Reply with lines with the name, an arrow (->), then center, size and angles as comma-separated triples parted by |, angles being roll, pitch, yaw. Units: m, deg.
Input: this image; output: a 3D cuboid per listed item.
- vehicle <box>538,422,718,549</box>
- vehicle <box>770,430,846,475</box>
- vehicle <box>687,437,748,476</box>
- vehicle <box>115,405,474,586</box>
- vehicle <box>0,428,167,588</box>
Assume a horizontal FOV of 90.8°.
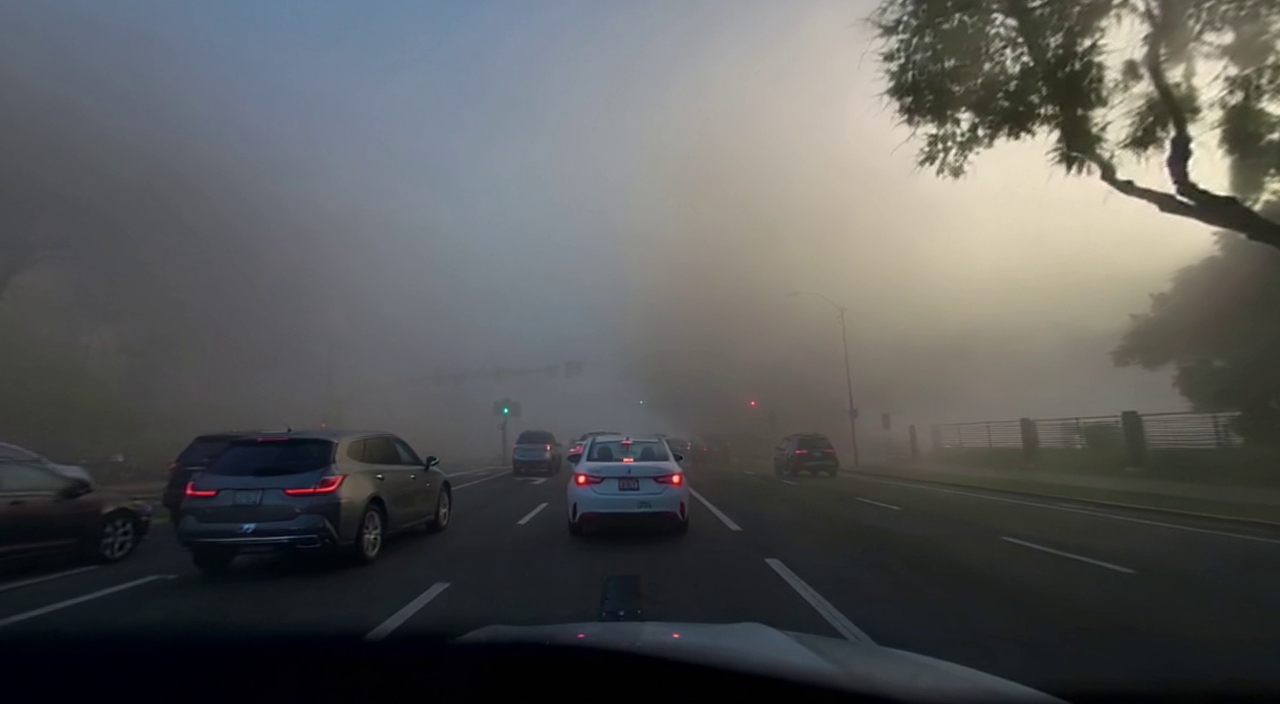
vehicle -> -0.177, 1.916, 9.741 | 2.161, 1.501, 4.184 | 0, -9, -1
vehicle -> 6.772, 4.101, 25.932 | 1.889, 1.681, 4.120 | 0, -9, -1
vehicle -> 3.144, 4.338, 26.498 | 1.905, 1.473, 4.183 | 0, -9, -2
vehicle -> -3.720, 1.627, 7.980 | 2.009, 1.619, 4.376 | 0, -9, 1
vehicle -> -6.913, 1.475, 5.939 | 1.748, 1.485, 4.090 | 0, -9, 0
